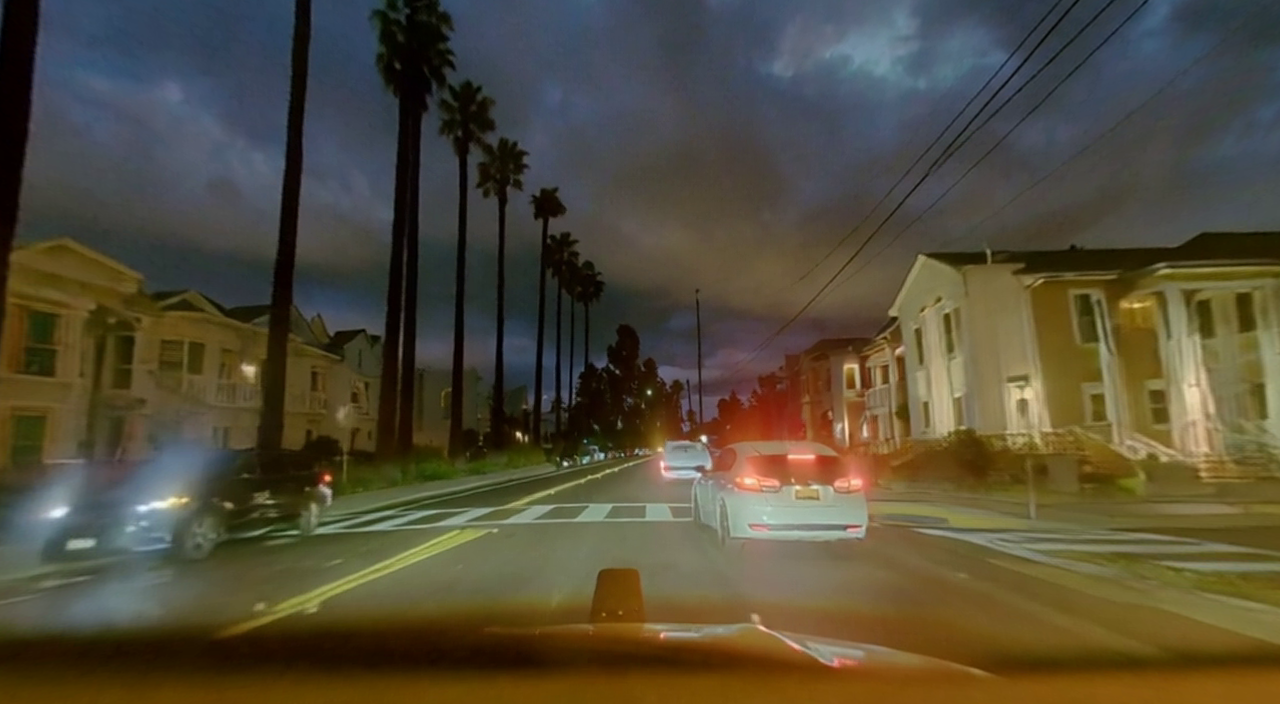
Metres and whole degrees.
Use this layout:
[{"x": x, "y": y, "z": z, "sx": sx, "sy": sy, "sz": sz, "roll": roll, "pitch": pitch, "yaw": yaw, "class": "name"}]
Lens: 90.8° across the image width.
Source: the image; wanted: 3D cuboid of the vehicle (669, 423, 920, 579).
[{"x": 1.682, "y": 1.862, "z": 8.735, "sx": 2.096, "sy": 1.552, "sz": 4.519, "roll": 0, "pitch": -9, "yaw": -3, "class": "vehicle"}]

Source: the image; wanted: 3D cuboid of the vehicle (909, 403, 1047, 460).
[{"x": 17.642, "y": 4.147, "z": 33.245, "sx": 5.880, "sy": 2.540, "sz": 2.003, "roll": -4, "pitch": -6, "yaw": 2, "class": "vehicle"}]

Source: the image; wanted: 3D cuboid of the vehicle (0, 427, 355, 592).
[{"x": -6.631, "y": 2.178, "z": 9.880, "sx": 2.069, "sy": 1.820, "sz": 4.388, "roll": -3, "pitch": -6, "yaw": 5, "class": "vehicle"}]
